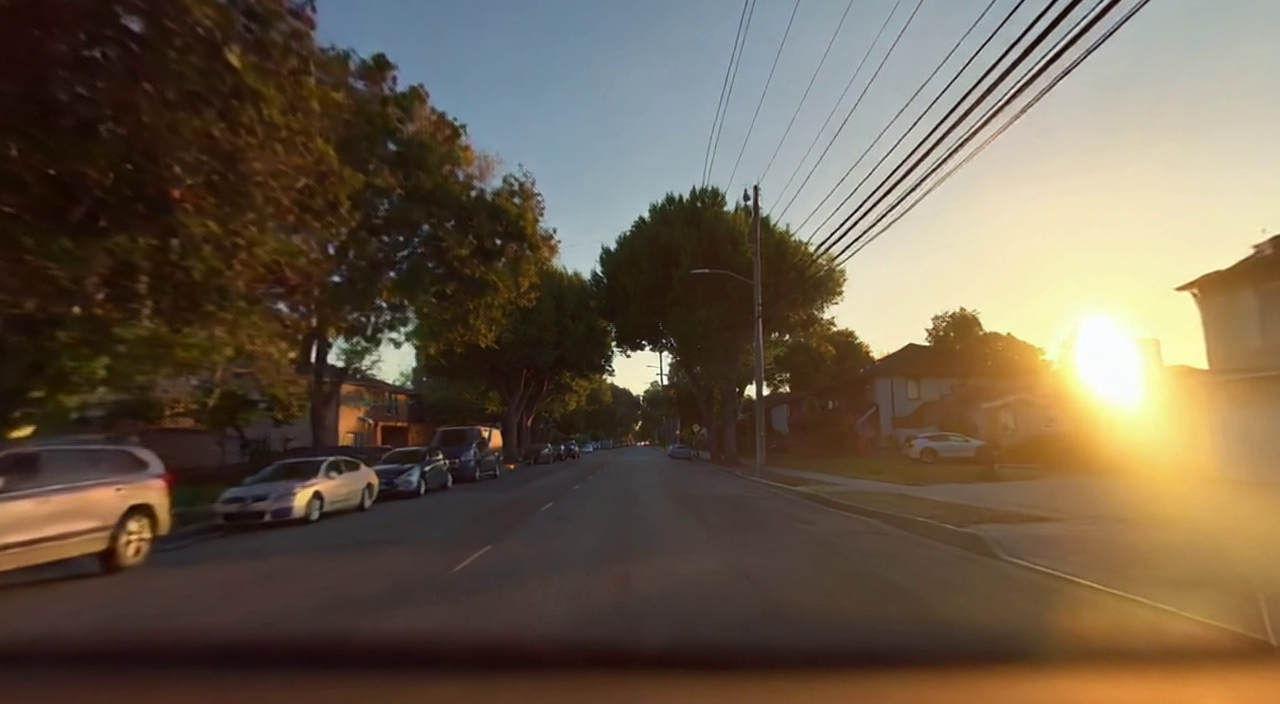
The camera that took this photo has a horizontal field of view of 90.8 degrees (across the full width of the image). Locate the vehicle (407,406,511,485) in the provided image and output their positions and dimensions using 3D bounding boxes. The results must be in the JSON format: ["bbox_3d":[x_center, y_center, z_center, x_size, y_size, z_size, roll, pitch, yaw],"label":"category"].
[{"bbox_3d":[-6.905,3.738,24.997,2.439,2.724,5.647,0,-9,0],"label":"vehicle"}]

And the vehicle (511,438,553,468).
[{"bbox_3d":[-6.890,6.466,40.713,1.963,1.820,4.297,0,-8,-1],"label":"vehicle"}]

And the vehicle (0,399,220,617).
[{"bbox_3d":[-6.429,1.433,5.849,1.941,1.832,4.666,-2,-9,-1],"label":"vehicle"}]

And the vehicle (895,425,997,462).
[{"bbox_3d":[15.929,4.827,33.035,4.275,1.645,1.874,-3,-10,1],"label":"vehicle"}]

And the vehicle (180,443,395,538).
[{"bbox_3d":[-6.527,2.571,12.374,1.858,1.476,4.262,-1,-9,-2],"label":"vehicle"}]

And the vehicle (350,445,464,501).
[{"bbox_3d":[-6.763,3.541,18.841,1.846,1.427,4.260,-1,-9,-1],"label":"vehicle"}]
